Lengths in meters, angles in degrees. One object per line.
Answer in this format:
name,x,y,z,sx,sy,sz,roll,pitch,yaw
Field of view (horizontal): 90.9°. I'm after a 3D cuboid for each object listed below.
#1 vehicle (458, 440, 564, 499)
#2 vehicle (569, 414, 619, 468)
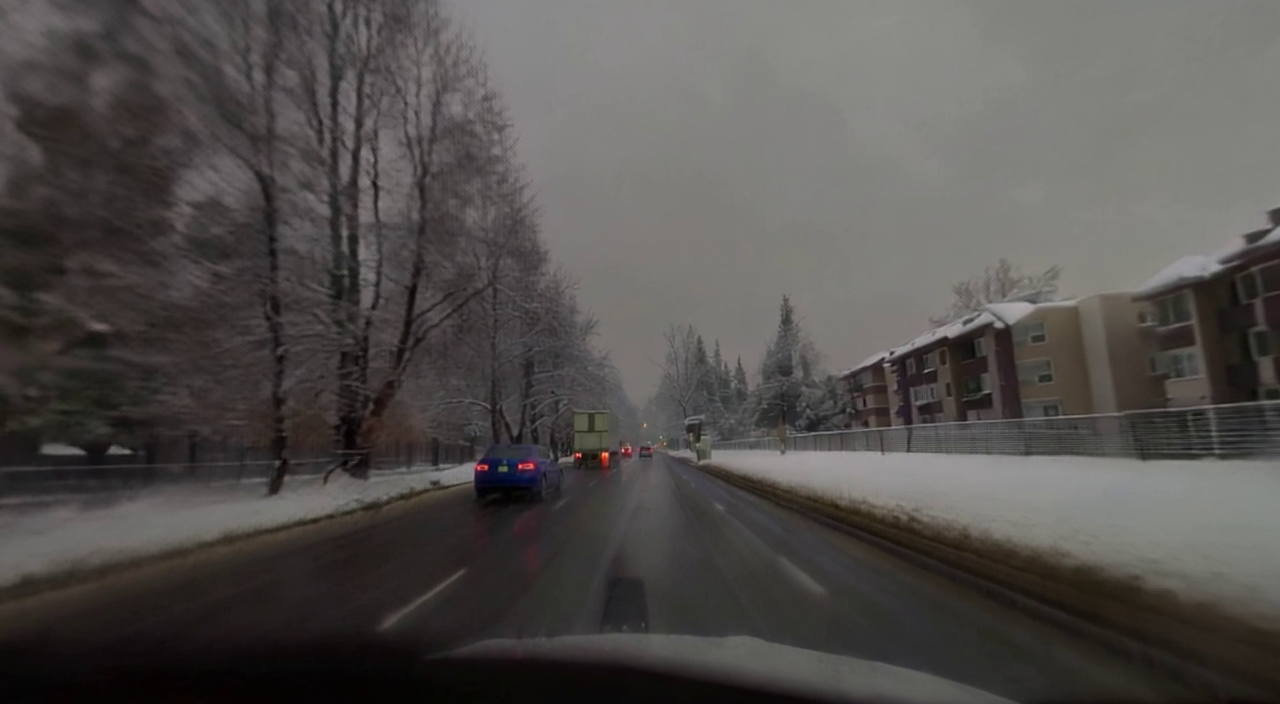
vehicle,-3.498,3.290,18.056,2.005,1.462,4.345,0,-8,2
vehicle,-2.953,6.087,43.080,2.746,3.276,8.572,0,-8,0
